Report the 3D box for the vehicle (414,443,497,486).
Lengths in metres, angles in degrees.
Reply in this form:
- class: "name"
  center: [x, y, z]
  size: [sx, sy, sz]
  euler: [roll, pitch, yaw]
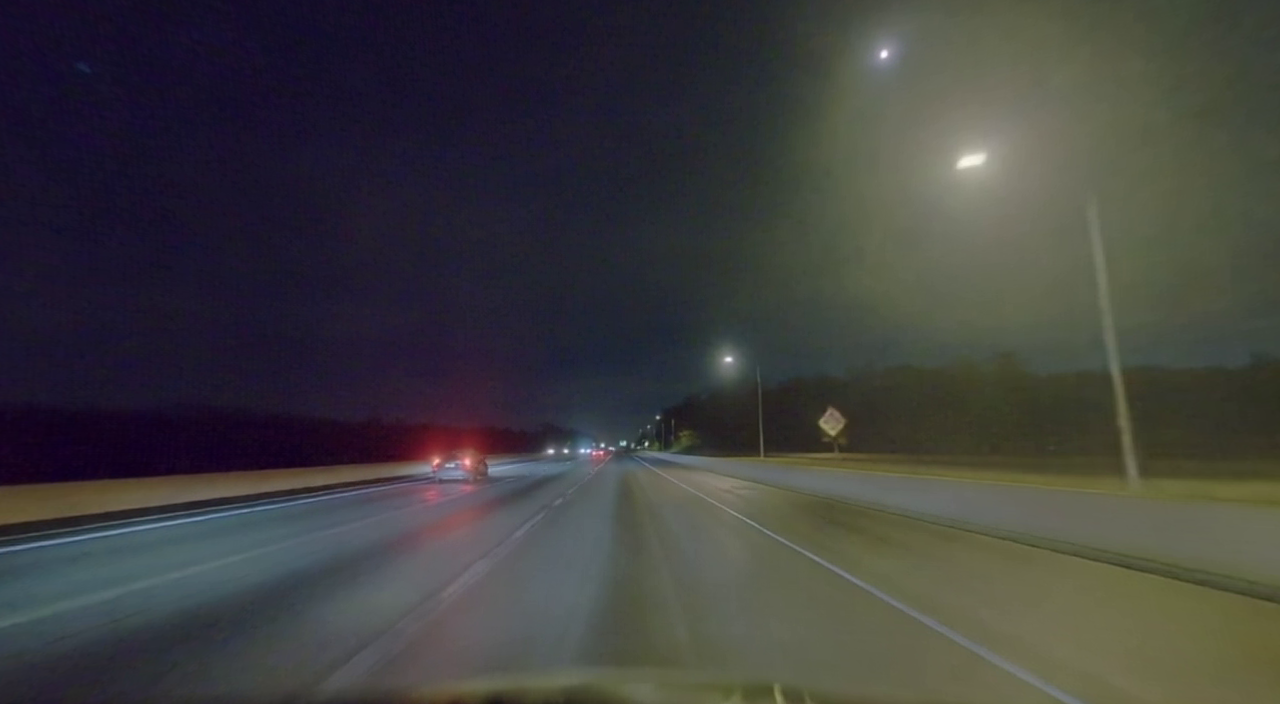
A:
- class: "vehicle"
  center: [-7.384, 4.543, 25.724]
  size: [2.098, 1.606, 4.227]
  euler: [0, -9, 0]
